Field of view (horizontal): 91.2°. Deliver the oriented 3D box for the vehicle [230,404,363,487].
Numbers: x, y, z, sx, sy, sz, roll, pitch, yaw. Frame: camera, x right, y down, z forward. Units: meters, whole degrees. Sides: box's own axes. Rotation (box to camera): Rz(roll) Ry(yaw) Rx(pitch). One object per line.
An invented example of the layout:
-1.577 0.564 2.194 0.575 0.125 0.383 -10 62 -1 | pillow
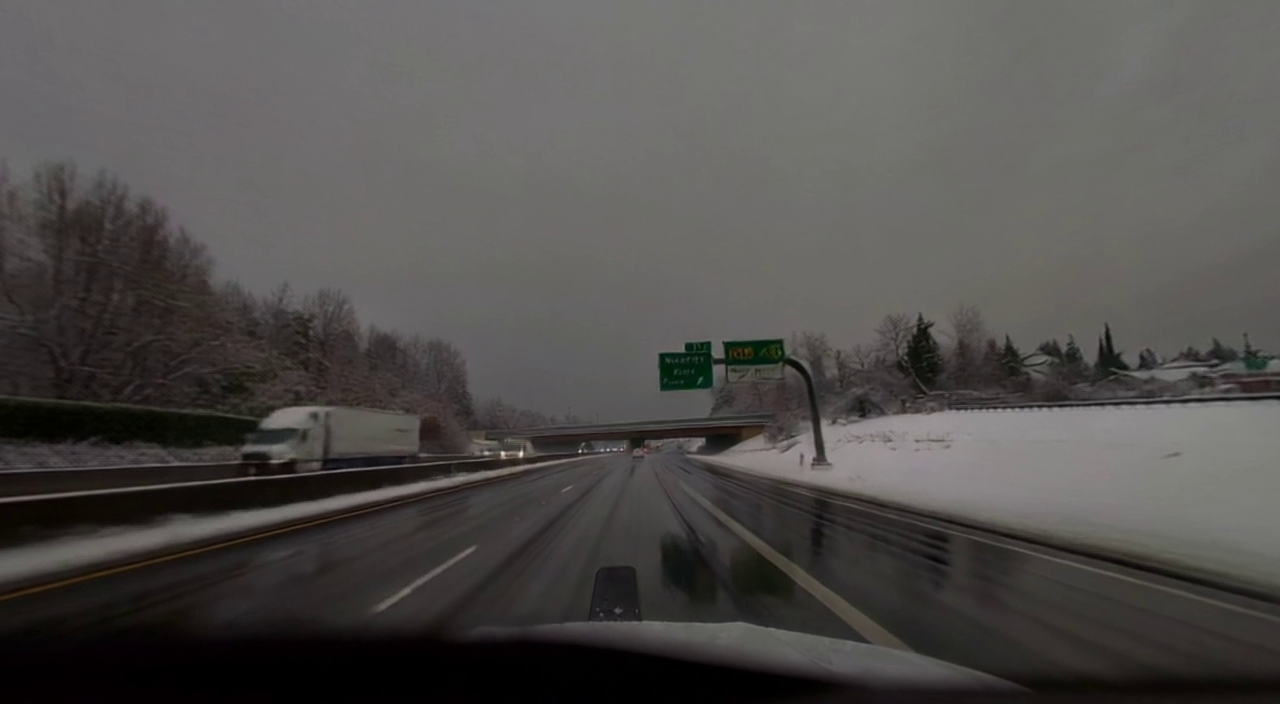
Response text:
-17.408 4.837 32.423 3.114 3.820 6.284 0 -9 0 | vehicle
